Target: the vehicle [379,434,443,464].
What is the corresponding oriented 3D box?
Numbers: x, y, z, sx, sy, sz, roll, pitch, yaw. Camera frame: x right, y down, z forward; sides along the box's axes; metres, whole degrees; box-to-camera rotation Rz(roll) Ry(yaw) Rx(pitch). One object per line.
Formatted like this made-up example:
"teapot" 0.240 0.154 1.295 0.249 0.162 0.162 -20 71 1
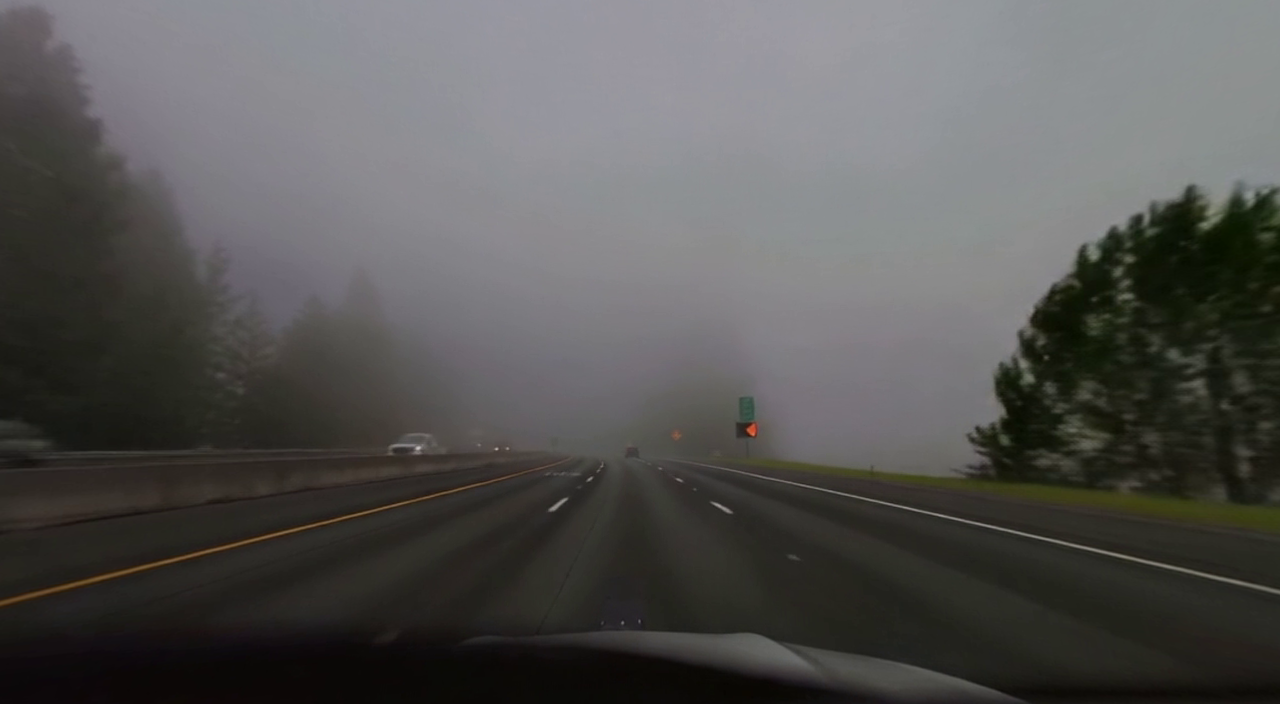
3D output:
"vehicle" -12.941 5.530 35.921 1.995 1.588 4.680 0 -9 -2
